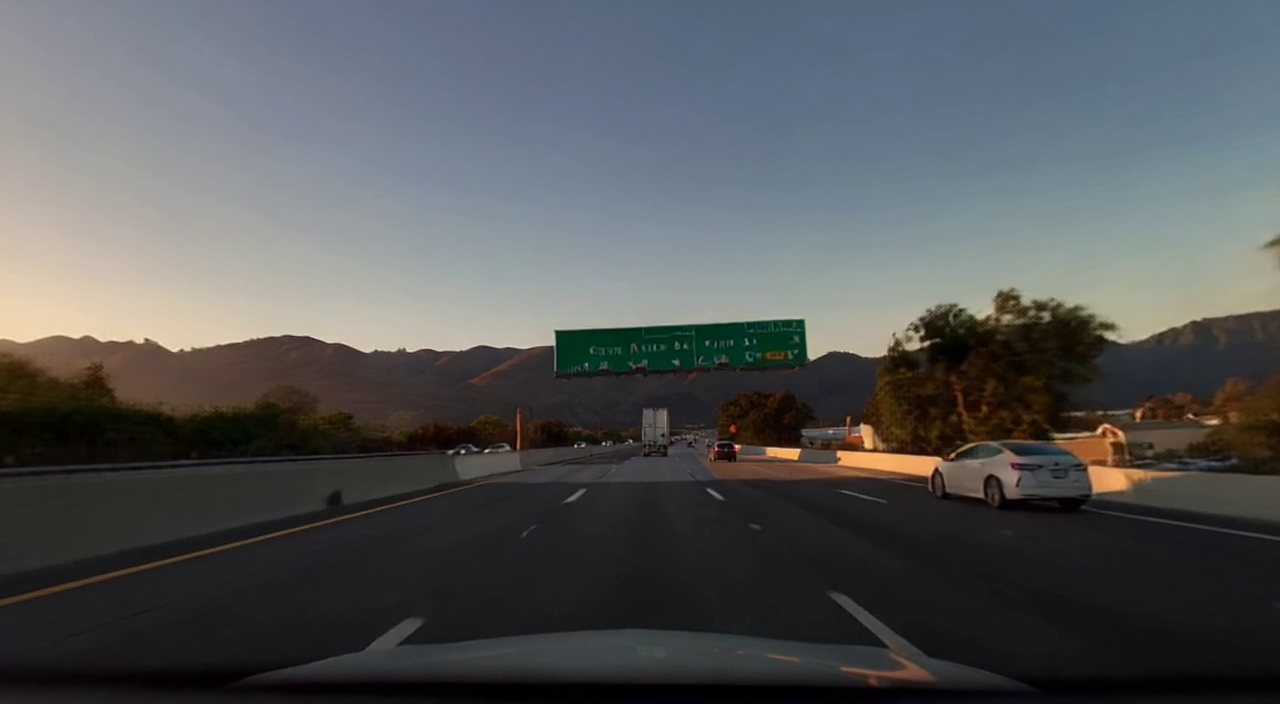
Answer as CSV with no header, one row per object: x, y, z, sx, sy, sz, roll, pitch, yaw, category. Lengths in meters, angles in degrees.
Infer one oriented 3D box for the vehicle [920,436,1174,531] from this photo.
7.237,2.347,11.881,1.982,1.440,4.171,0,-8,0,vehicle

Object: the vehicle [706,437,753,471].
4.565,5.272,32.744,1.880,1.624,3.941,0,-8,0,vehicle
